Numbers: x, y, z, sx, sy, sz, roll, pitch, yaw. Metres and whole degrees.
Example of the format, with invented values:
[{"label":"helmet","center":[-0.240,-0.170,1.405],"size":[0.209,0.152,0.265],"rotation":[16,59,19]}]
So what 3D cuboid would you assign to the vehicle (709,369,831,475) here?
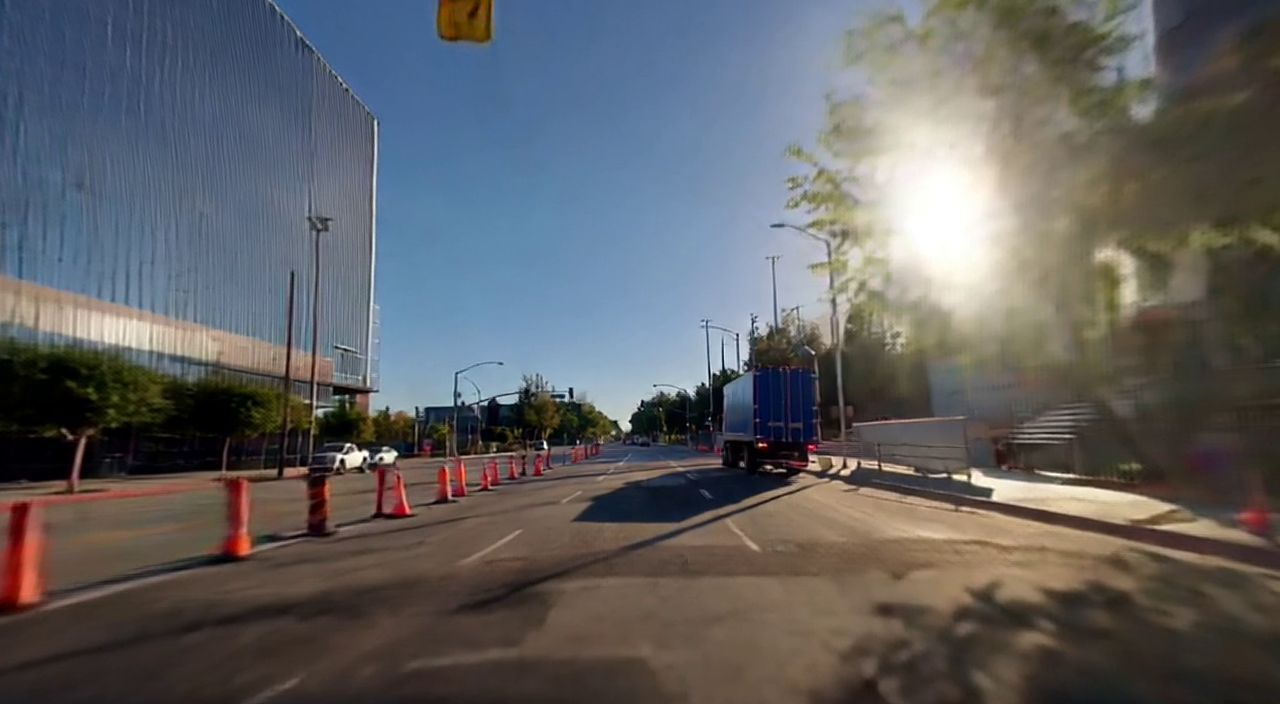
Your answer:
[{"label":"vehicle","center":[5.371,3.305,28.450],"size":[3.176,3.913,9.805],"rotation":[0,-8,-1]}]

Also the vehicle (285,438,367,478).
[{"label":"vehicle","center":[-16.888,5.700,34.277],"size":[1.937,1.984,4.928],"rotation":[0,-8,0]}]

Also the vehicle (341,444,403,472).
[{"label":"vehicle","center":[-16.914,6.686,40.138],"size":[1.925,1.665,4.893],"rotation":[0,-8,-1]}]
